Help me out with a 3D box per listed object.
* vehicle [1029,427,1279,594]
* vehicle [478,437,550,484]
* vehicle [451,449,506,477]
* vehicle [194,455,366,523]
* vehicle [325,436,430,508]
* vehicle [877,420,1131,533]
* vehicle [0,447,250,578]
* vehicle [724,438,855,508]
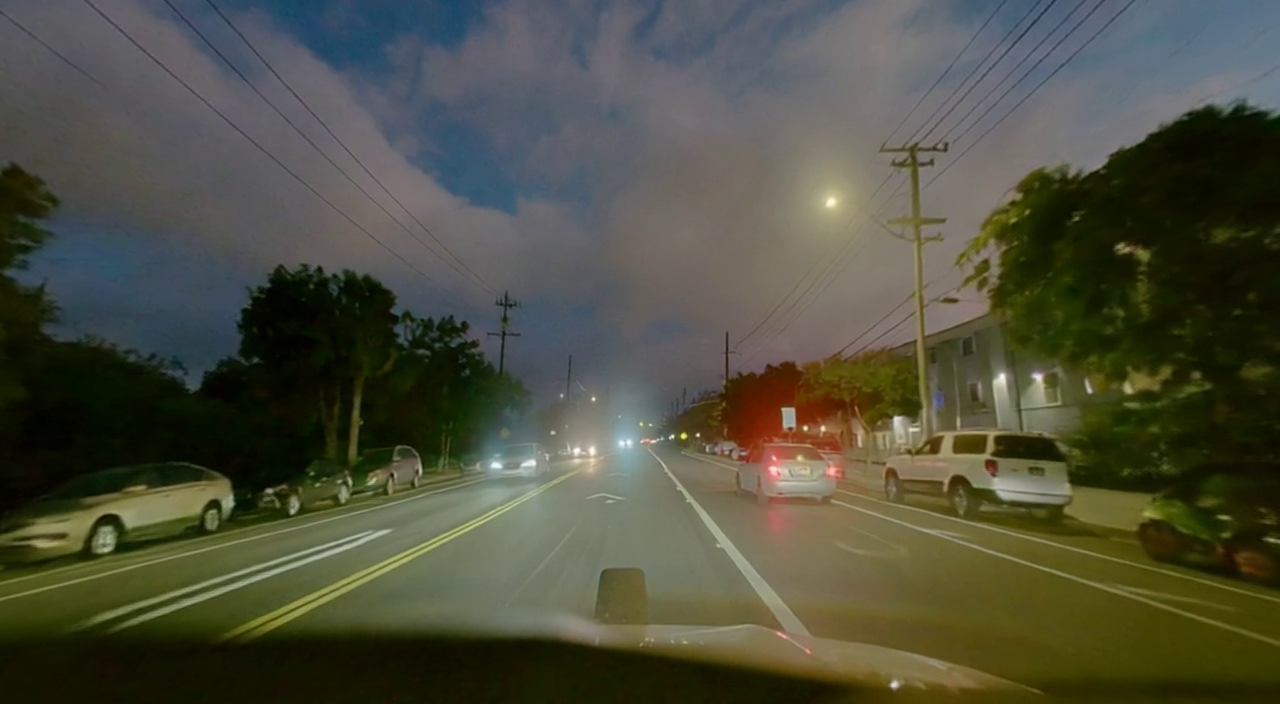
[{"bbox_3d":[7.660,1.966,8.617,1.811,1.749,4.308,0,-8,-2],"label":"vehicle"},{"bbox_3d":[-5.084,4.432,26.094,2.050,1.729,4.269,0,-8,1],"label":"vehicle"},{"bbox_3d":[-9.337,6.434,36.825,1.944,1.524,4.404,-1,-8,1],"label":"vehicle"},{"bbox_3d":[-9.357,3.551,16.908,1.949,1.502,4.264,-1,-8,3],"label":"vehicle"},{"bbox_3d":[-9.432,4.268,23.081,1.981,1.975,4.534,-3,-4,-1],"label":"vehicle"},{"bbox_3d":[7.735,2.698,14.460,2.380,2.030,5.861,0,-8,1],"label":"vehicle"},{"bbox_3d":[-9.429,2.694,11.364,1.961,1.683,4.483,-3,-7,1],"label":"vehicle"},{"bbox_3d":[3.553,2.974,16.010,2.059,1.489,4.629,0,-8,-1],"label":"vehicle"}]
